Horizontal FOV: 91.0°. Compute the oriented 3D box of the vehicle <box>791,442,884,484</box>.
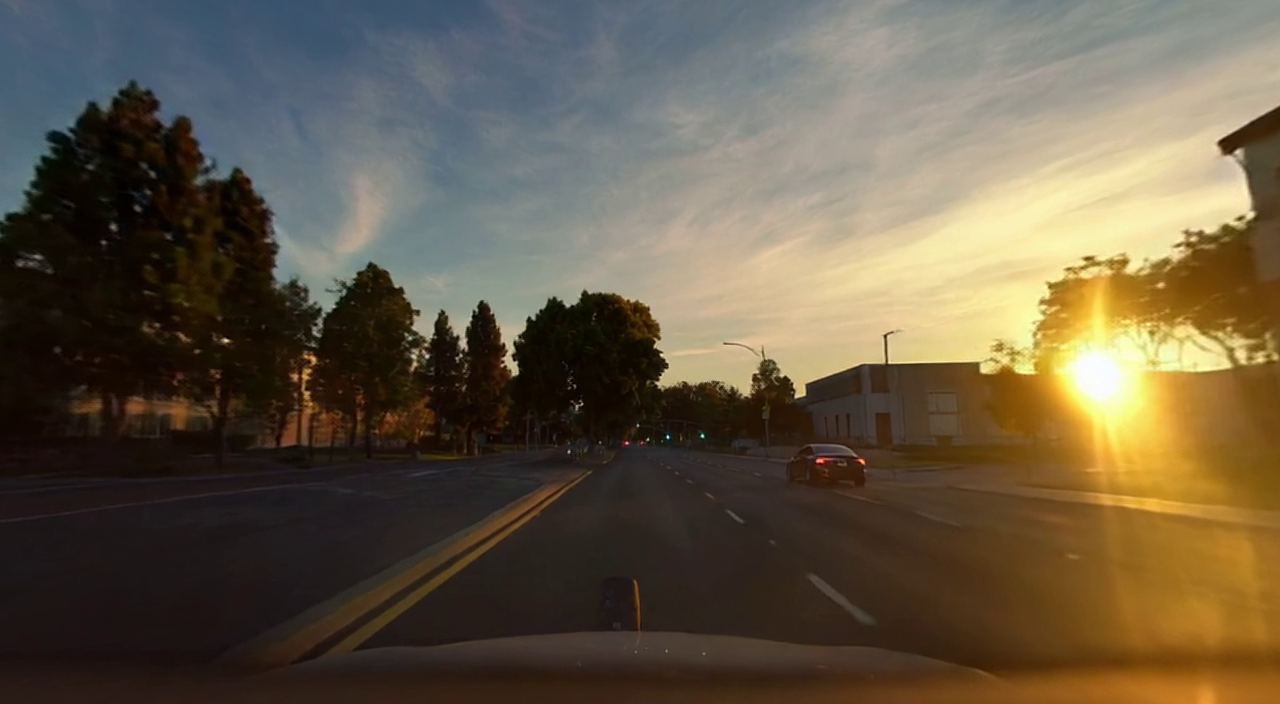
[{"bbox_3d":[7.409,4.199,24.122,2.054,1.421,4.487,0,-9,-1],"label":"vehicle"}]
